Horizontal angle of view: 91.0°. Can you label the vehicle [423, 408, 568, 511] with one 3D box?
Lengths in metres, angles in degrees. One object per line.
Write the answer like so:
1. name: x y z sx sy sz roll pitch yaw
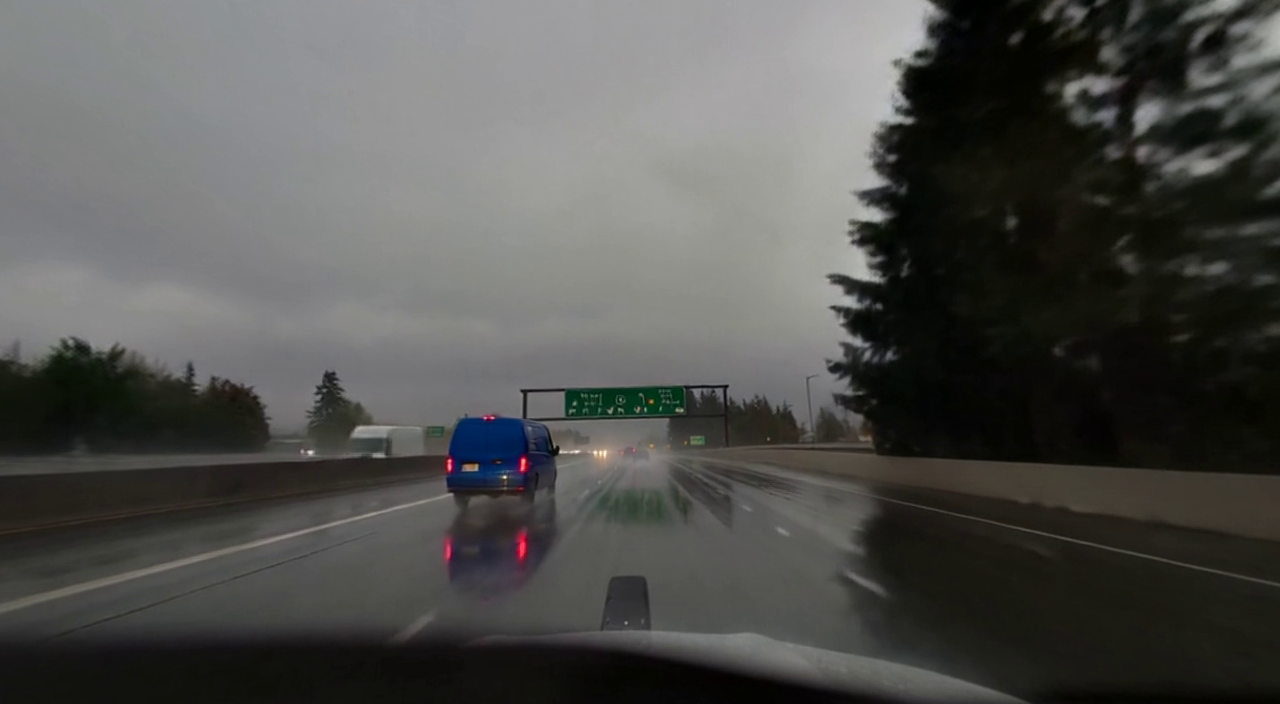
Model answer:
1. vehicle: -3.106 2.451 14.736 2.281 2.025 4.586 0 -8 0
